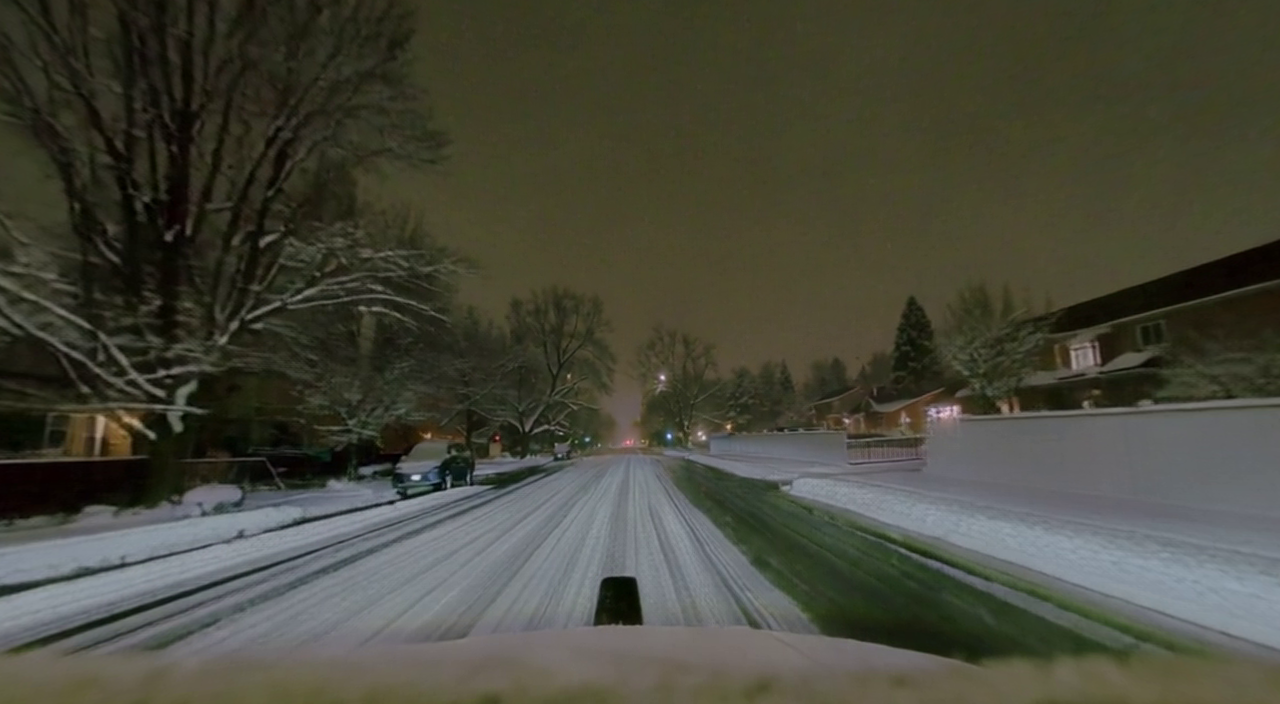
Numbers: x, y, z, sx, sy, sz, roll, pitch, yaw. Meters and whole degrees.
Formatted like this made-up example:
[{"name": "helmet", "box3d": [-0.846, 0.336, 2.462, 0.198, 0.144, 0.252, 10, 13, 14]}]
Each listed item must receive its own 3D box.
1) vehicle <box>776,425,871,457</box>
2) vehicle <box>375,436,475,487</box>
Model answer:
[{"name": "vehicle", "box3d": [11.743, 5.717, 40.692, 5.367, 1.953, 2.257, 1, -9, -7]}, {"name": "vehicle", "box3d": [-8.627, 4.477, 25.965, 2.352, 1.843, 4.979, -1, -10, 0]}]
